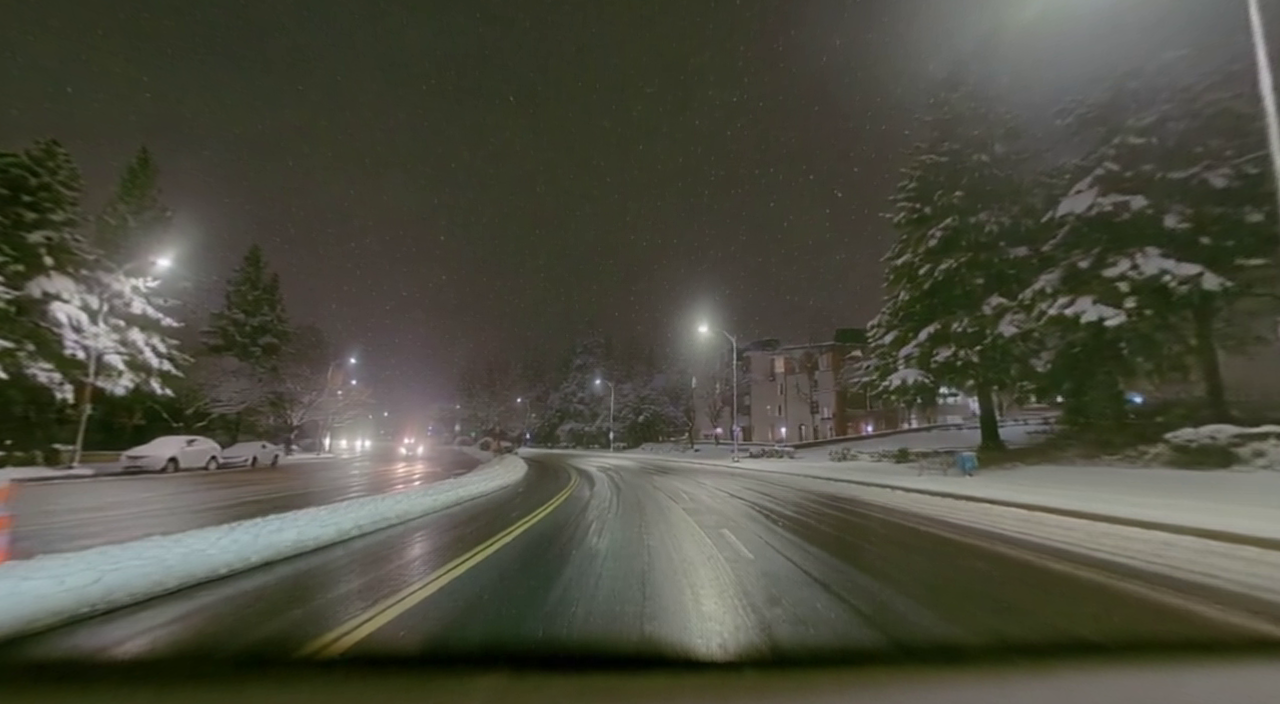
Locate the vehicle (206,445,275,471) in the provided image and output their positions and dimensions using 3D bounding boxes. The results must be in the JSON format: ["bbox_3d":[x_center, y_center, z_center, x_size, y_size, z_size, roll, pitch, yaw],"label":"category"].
[{"bbox_3d":[-23.741,6.291,37.639,1.844,1.452,4.362,1,-9,-9],"label":"vehicle"}]

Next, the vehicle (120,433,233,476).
[{"bbox_3d":[-22.813,5.061,31.344,2.387,1.951,4.827,1,-9,-8],"label":"vehicle"}]
